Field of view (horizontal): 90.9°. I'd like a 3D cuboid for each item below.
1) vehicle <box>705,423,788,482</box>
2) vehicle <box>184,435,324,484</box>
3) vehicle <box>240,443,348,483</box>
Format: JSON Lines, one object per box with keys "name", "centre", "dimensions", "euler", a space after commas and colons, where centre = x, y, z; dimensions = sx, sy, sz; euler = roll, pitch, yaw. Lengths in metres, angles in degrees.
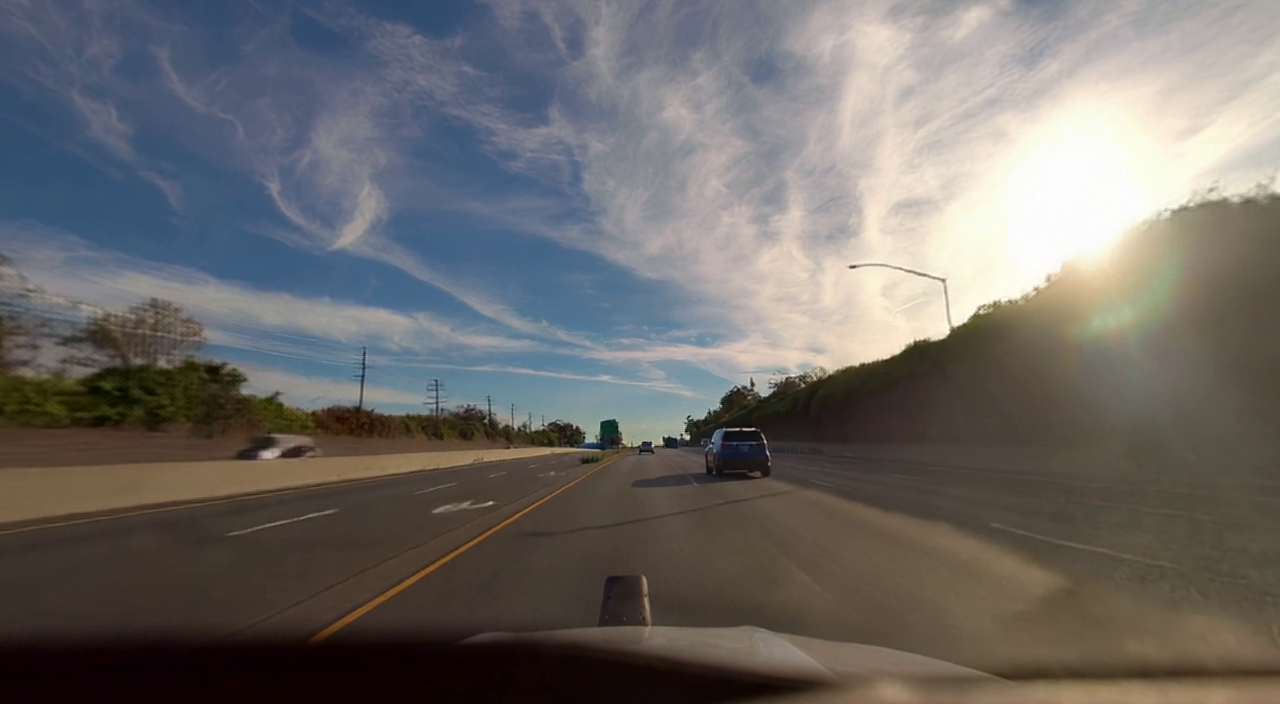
{"name": "vehicle", "centre": [3.625, 3.517, 22.264], "dimensions": [2.120, 1.832, 4.287], "euler": [0, -8, -1]}
{"name": "vehicle", "centre": [-20.673, 5.790, 34.480], "dimensions": [2.679, 2.309, 7.731], "euler": [-1, -8, 1]}
{"name": "vehicle", "centre": [-16.942, 5.416, 31.308], "dimensions": [2.324, 1.768, 5.382], "euler": [-1, -8, 0]}
